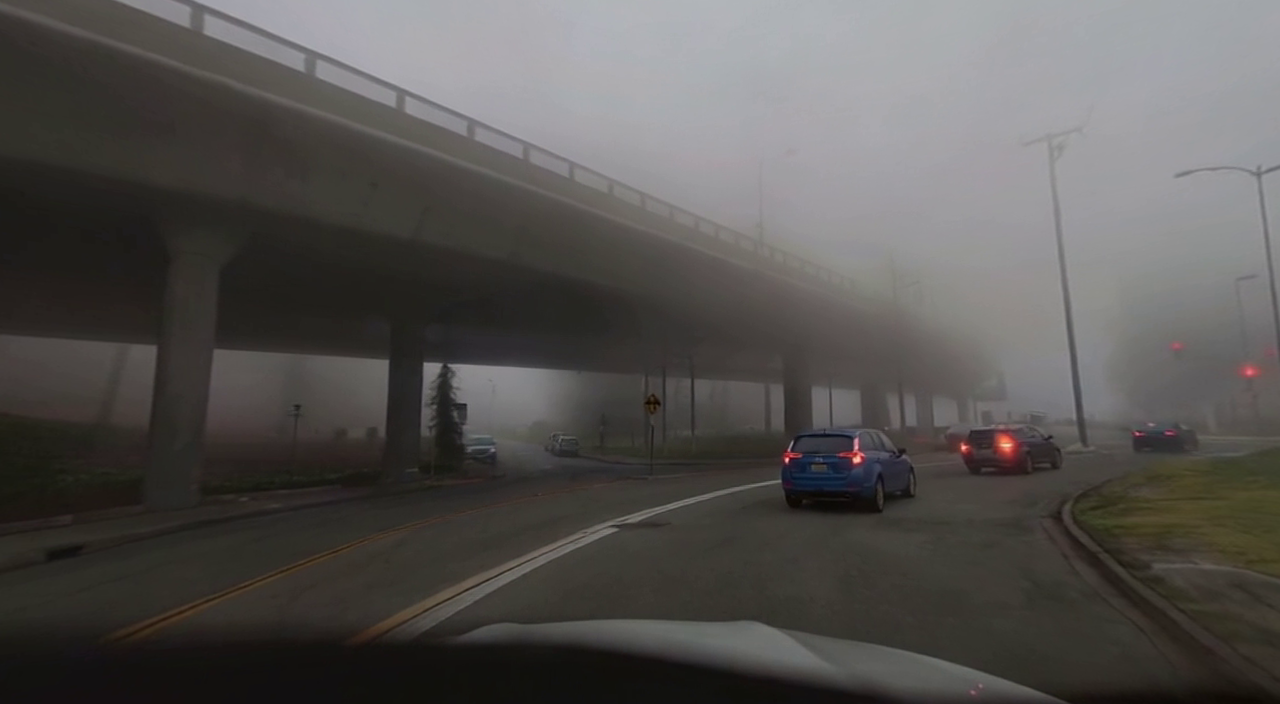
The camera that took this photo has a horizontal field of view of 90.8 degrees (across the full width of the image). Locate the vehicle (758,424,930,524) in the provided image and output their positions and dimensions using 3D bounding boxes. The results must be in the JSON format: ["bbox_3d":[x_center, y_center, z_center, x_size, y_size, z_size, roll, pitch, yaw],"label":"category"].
[{"bbox_3d":[4.247,2.310,12.607,2.087,1.578,4.652,-6,-10,32],"label":"vehicle"}]

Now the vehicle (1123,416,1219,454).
[{"bbox_3d":[25.842,4.062,30.742,4.310,1.762,1.995,4,-10,-28],"label":"vehicle"}]

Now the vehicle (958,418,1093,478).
[{"bbox_3d":[13.617,3.358,22.233,4.771,1.885,2.241,6,-10,-36],"label":"vehicle"}]
